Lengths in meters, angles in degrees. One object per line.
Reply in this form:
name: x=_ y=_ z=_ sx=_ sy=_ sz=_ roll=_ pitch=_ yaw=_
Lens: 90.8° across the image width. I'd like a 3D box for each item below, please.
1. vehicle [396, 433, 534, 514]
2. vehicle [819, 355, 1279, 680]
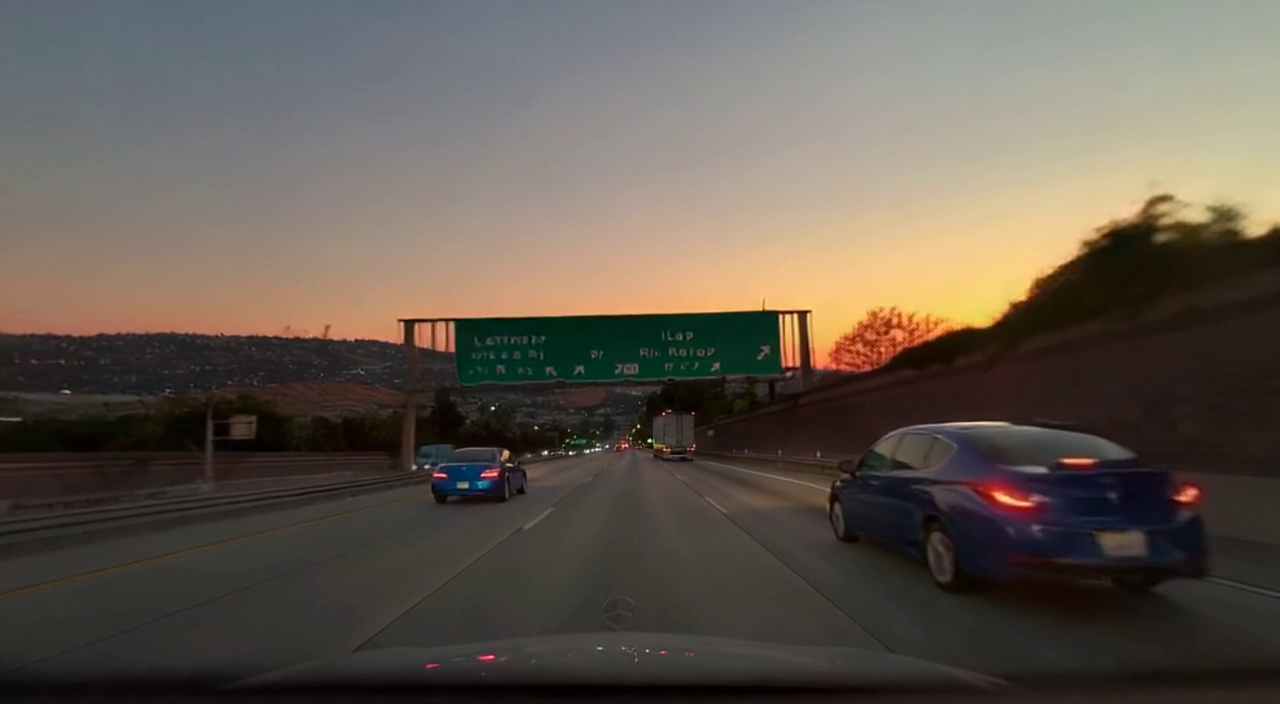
vehicle: x=-3.911 y=2.796 z=15.087 sx=1.903 sy=1.607 sz=4.770 roll=0 pitch=-8 yaw=0
vehicle: x=3.359 y=1.218 z=5.758 sx=2.065 sy=1.760 sz=4.488 roll=0 pitch=-8 yaw=-1
